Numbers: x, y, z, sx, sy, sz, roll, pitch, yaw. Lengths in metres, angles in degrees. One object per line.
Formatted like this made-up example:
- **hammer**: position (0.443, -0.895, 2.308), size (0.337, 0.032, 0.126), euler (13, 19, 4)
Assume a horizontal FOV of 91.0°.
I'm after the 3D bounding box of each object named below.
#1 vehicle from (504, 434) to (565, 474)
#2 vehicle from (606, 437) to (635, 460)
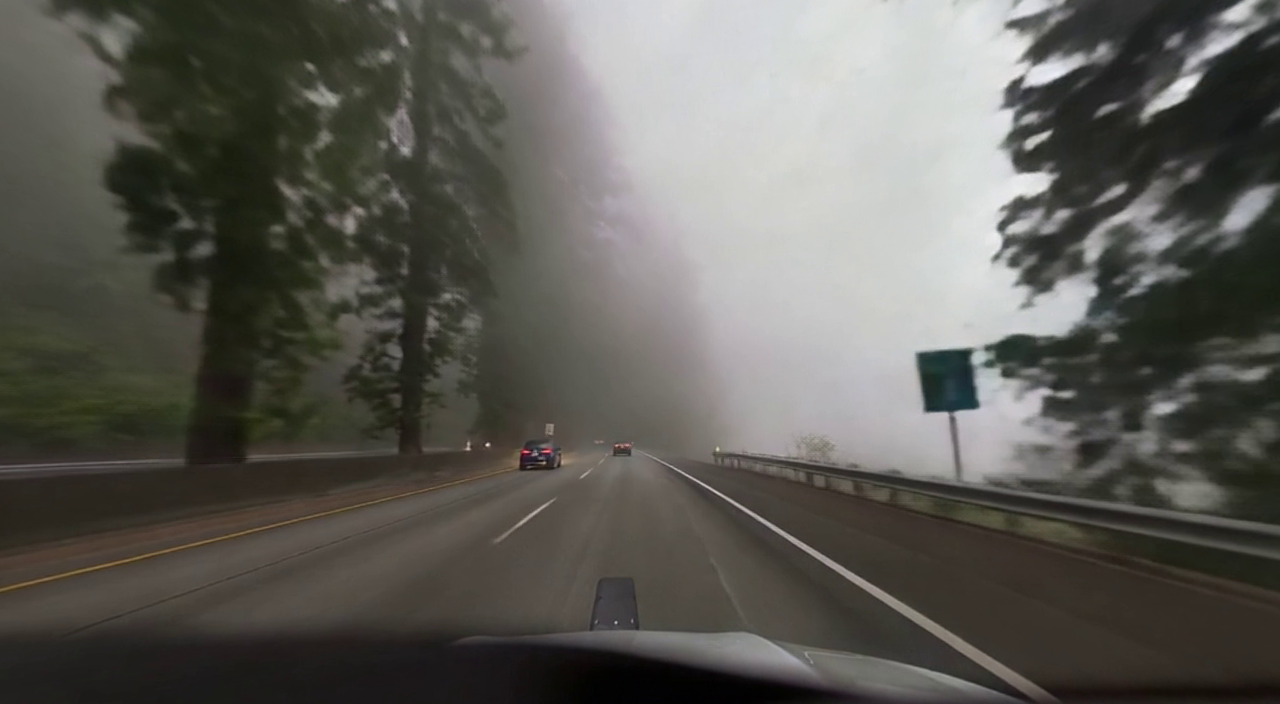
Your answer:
- **vehicle**: position (-4.772, 4.676, 29.117), size (2.111, 1.645, 4.382), euler (0, -8, -1)
- **vehicle**: position (-1.541, 7.556, 49.445), size (2.159, 1.670, 4.395), euler (0, -8, -1)
